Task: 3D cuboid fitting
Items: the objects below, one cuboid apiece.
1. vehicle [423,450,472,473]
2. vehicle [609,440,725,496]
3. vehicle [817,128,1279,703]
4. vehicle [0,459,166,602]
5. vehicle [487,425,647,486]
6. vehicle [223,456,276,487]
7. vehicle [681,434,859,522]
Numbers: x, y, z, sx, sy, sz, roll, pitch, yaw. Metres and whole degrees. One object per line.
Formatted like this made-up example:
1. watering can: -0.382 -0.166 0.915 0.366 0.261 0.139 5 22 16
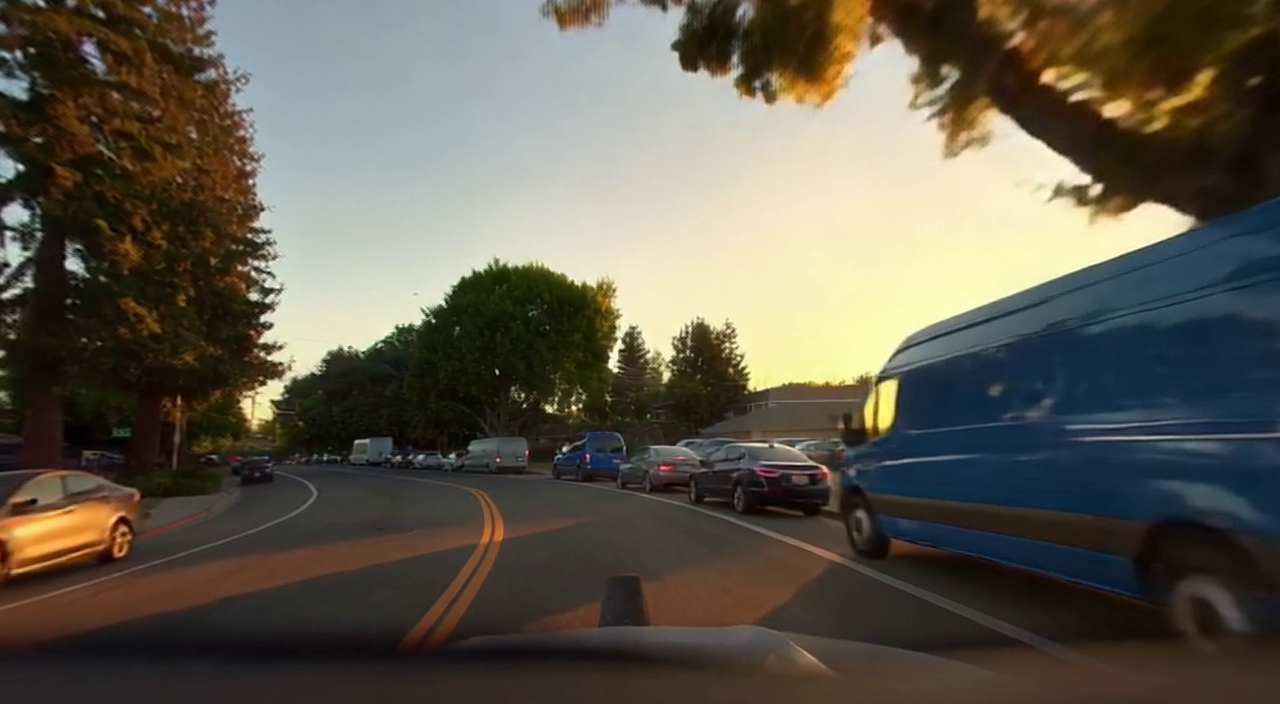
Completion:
1. vehicle: -12.977 7.328 42.327 1.804 1.453 4.462 6 -10 -35
2. vehicle: 0.653 3.473 19.308 1.957 1.479 4.554 3 -9 -20
3. vehicle: 3.960 0.643 5.120 2.406 2.689 6.916 0 -9 -5
4. vehicle: -8.102 2.108 7.744 1.985 1.485 3.820 1 -9 -9
5. vehicle: -3.790 4.670 28.630 3.041 2.164 10.370 3 -10 -32
6. vehicle: -21.367 6.460 34.386 1.950 1.489 4.214 5 -10 -37
7. vehicle: 2.411 2.498 13.143 1.961 1.456 4.569 1 -9 -11
